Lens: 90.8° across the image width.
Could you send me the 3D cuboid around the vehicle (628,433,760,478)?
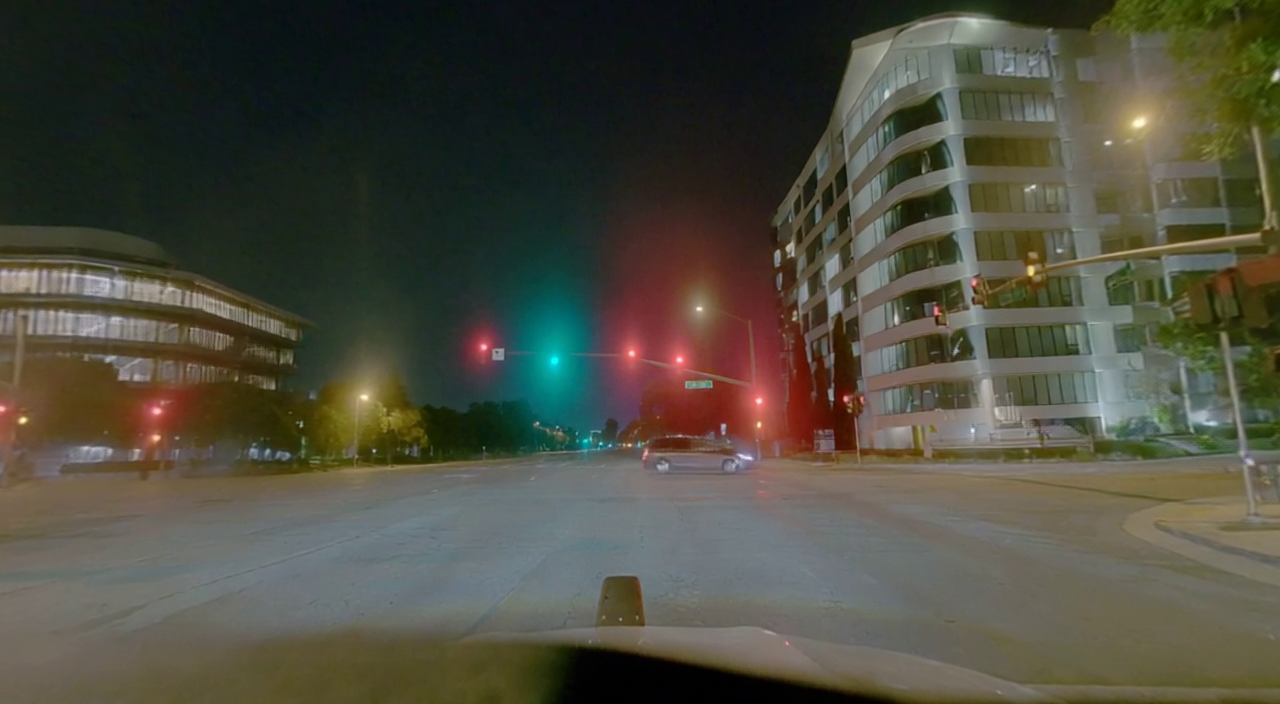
[{"bbox_3d":[2.373,4.527,27.889,5.357,1.814,2.141,-4,-9,22],"label":"vehicle"}]
